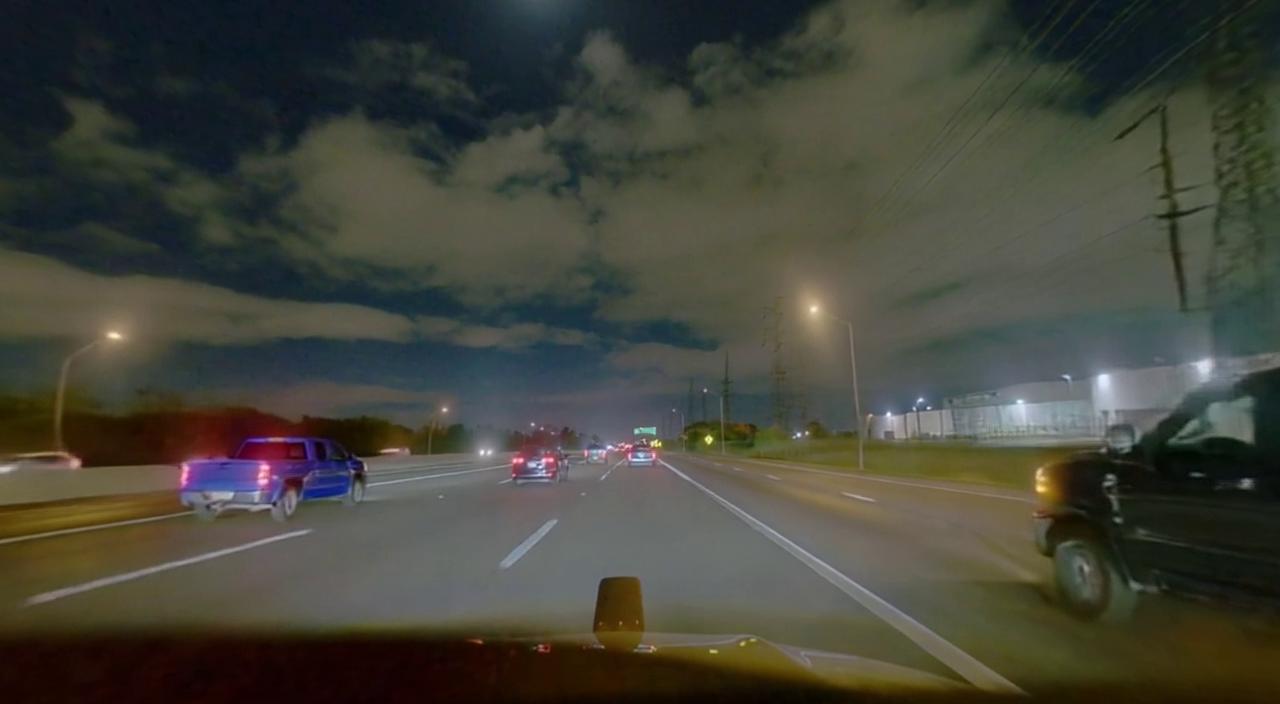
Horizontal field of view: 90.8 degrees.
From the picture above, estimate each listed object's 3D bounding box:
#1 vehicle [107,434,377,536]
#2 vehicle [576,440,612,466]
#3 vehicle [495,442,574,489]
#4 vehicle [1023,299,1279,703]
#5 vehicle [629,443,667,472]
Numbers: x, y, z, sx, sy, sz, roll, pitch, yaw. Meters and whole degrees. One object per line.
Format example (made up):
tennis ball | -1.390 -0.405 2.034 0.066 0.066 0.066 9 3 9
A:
vehicle | -6.893 2.325 11.775 1.959 1.496 4.740 0 -8 0
vehicle | -3.219 7.170 45.160 2.244 1.752 4.439 0 -8 1
vehicle | -3.499 3.836 21.686 1.938 1.444 4.206 0 -8 1
vehicle | 4.017 0.610 2.071 2.231 1.919 5.086 0 -8 -1
vehicle | 0.455 5.895 35.542 2.030 1.471 4.115 0 -8 1
